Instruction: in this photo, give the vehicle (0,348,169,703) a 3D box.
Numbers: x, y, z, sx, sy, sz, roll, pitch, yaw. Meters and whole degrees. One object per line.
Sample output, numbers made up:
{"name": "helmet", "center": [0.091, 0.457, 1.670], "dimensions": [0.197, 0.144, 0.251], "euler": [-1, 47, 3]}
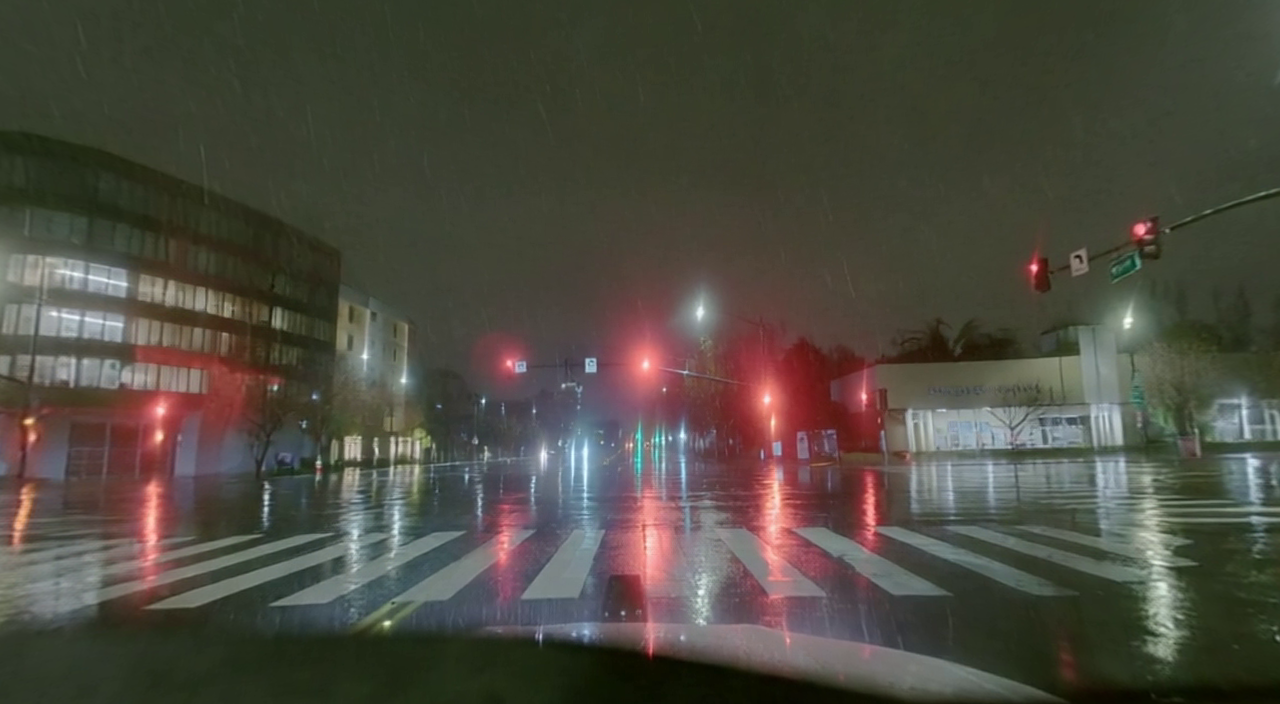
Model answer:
{"name": "vehicle", "center": [-3.633, 0.619, 1.056], "dimensions": [2.109, 1.692, 4.587], "euler": [0, -8, 0]}
